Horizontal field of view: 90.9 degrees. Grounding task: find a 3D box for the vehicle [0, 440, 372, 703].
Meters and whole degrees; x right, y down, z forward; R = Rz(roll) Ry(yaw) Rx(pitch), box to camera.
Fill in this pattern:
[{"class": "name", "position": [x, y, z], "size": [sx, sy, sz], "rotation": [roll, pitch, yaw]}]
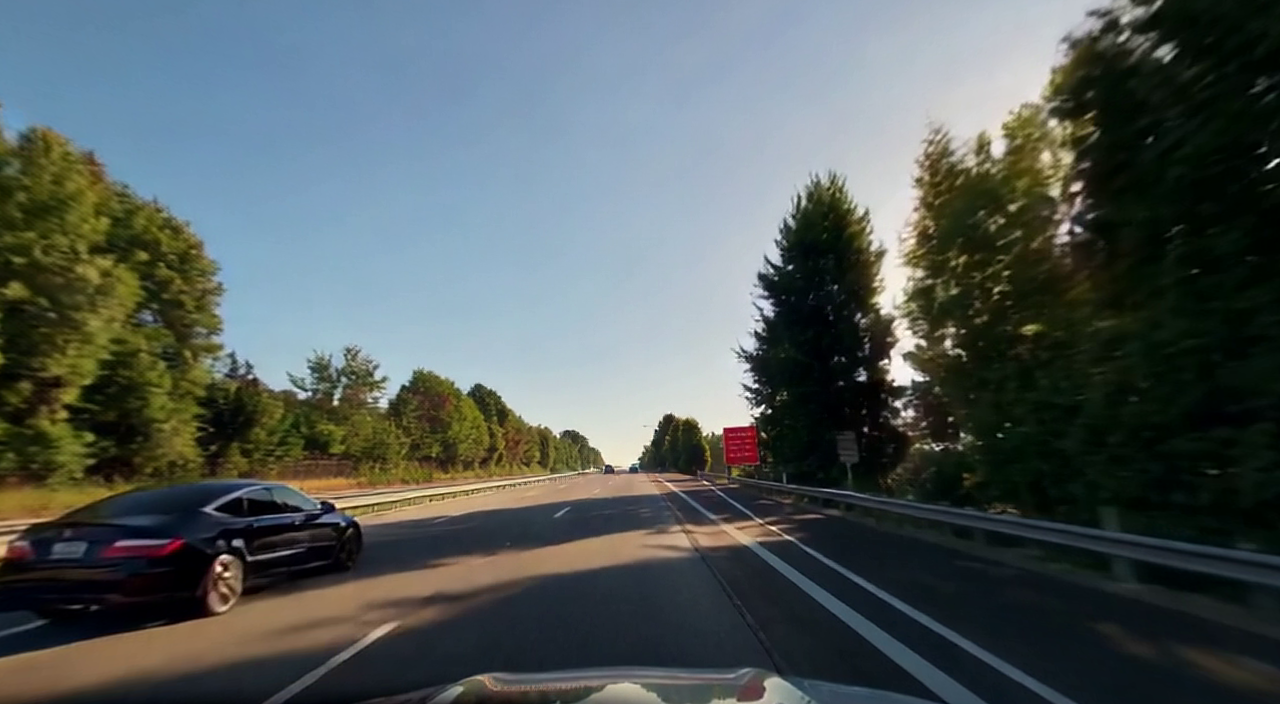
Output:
[{"class": "vehicle", "position": [-4.223, 1.489, 4.934], "size": [2.183, 1.435, 4.653], "rotation": [1, -10, 0]}]
